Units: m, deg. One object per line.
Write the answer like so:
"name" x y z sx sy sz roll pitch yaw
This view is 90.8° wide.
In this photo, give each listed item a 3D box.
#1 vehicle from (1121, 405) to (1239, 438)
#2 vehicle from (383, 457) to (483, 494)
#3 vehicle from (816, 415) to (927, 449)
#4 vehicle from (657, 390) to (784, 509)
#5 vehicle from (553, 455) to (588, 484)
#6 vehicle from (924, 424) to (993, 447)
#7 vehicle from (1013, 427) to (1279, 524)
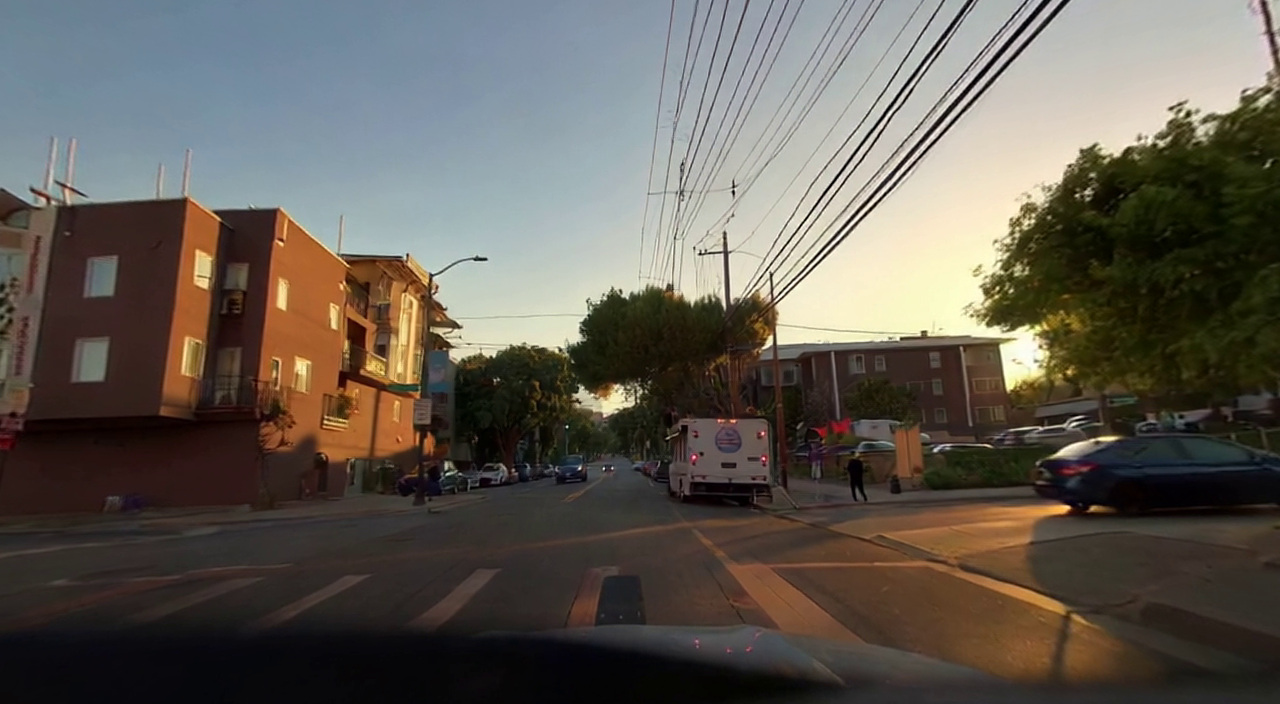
"vehicle" 27.843 3.617 32.679 4.413 1.608 1.858 0 -8 -2
"vehicle" -11.504 6.814 35.179 5.093 1.855 2.338 3 -9 -21
"vehicle" 10.589 3.701 29.065 4.396 1.459 1.749 0 -8 -3
"vehicle" 2.374 3.310 21.776 2.886 3.321 7.809 0 -8 -3
"vehicle" -4.577 7.853 42.429 1.952 1.708 4.096 0 -8 -1
"vehicle" 21.868 5.775 43.466 3.761 1.538 1.743 0 -8 -1
"vehicle" 9.779 2.167 11.461 4.857 1.525 1.976 0 -8 -6
